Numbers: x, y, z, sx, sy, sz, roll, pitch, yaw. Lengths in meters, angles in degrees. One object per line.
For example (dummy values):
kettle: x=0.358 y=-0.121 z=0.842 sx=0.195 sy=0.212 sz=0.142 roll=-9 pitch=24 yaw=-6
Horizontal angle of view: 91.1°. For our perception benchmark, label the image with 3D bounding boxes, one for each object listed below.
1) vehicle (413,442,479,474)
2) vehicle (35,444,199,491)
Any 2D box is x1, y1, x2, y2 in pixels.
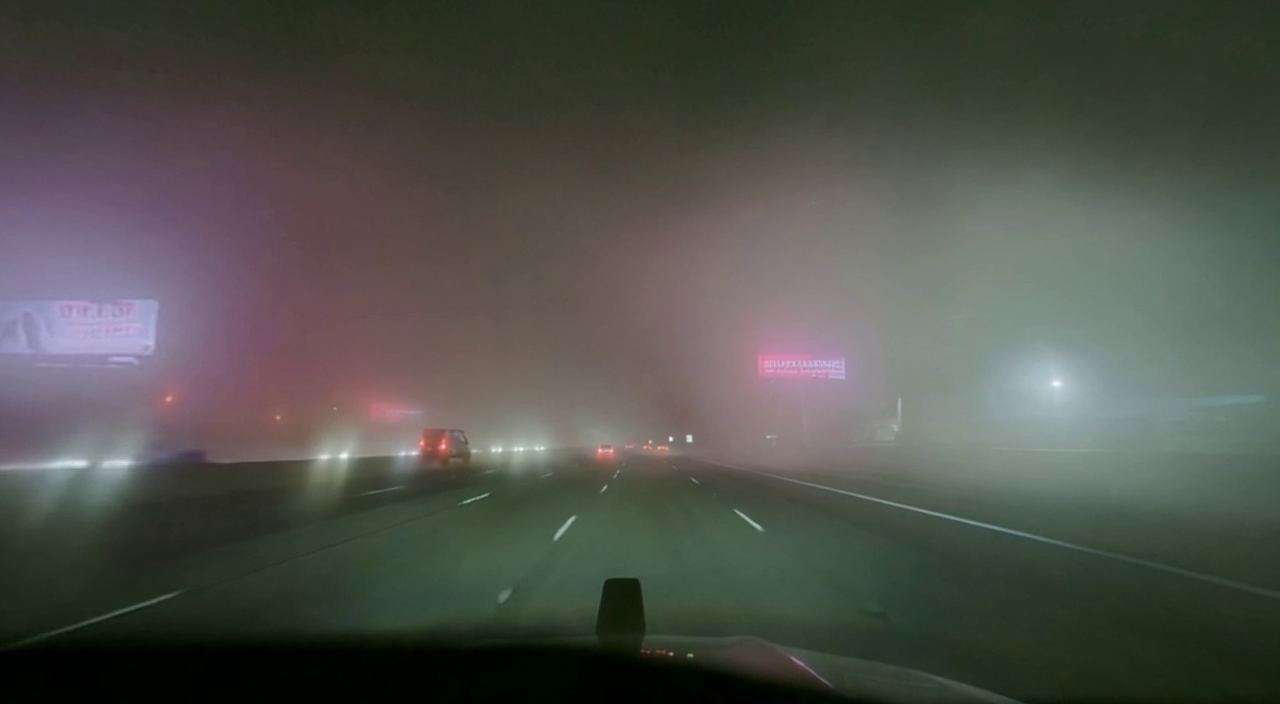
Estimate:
vehicle: x=-10.084 y=5.534 z=32.993 sx=1.974 sy=1.513 sz=4.584 roll=0 pitch=-9 yaw=0
vehicle: x=-18.657 y=4.107 z=22.748 sx=1.857 sy=1.533 sz=4.696 roll=0 pitch=-9 yaw=0
